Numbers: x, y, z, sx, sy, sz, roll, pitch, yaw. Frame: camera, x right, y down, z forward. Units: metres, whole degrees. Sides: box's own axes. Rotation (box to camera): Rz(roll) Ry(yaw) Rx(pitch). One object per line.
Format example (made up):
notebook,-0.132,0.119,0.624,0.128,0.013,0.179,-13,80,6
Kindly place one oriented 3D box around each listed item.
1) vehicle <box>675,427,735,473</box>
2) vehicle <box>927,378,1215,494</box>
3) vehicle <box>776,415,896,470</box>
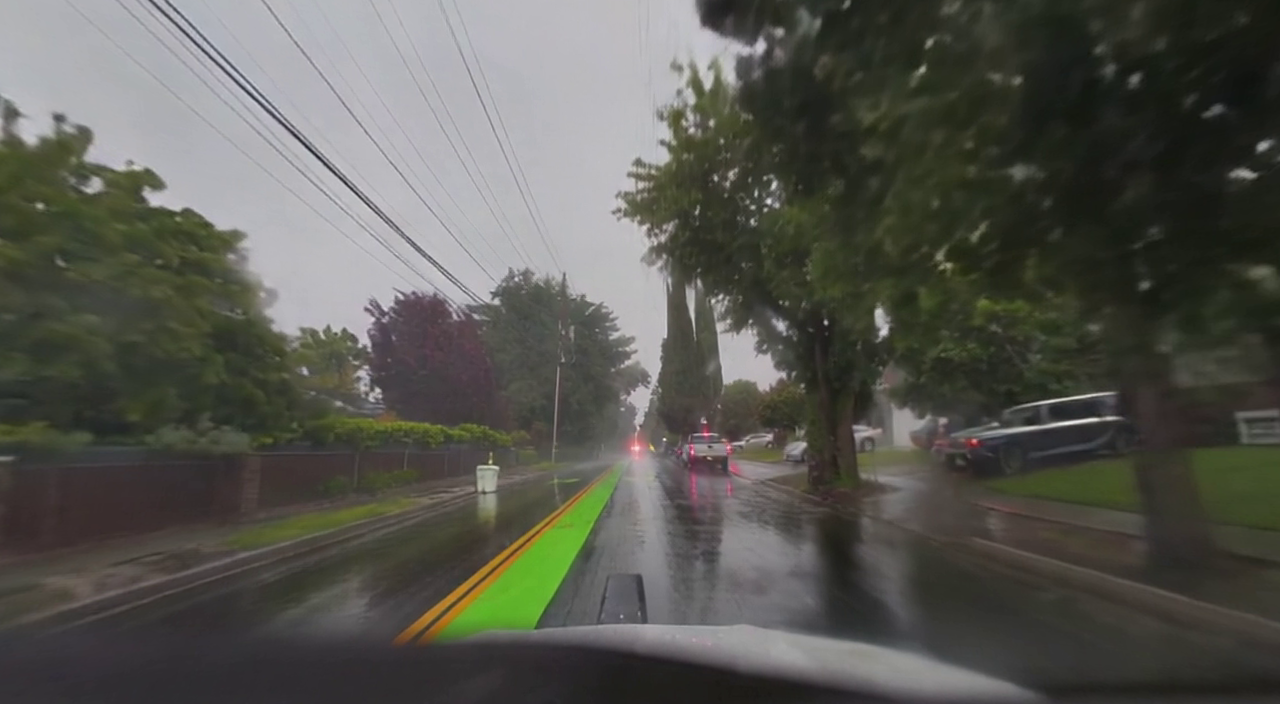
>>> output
vehicle,3.065,4.839,31.272,2.347,2.070,5.735,0,-9,0
vehicle,9.401,1.854,14.049,4.922,1.846,1.941,-6,-8,-5
vehicle,8.522,3.981,27.830,4.418,1.648,2.017,-9,-9,-2
